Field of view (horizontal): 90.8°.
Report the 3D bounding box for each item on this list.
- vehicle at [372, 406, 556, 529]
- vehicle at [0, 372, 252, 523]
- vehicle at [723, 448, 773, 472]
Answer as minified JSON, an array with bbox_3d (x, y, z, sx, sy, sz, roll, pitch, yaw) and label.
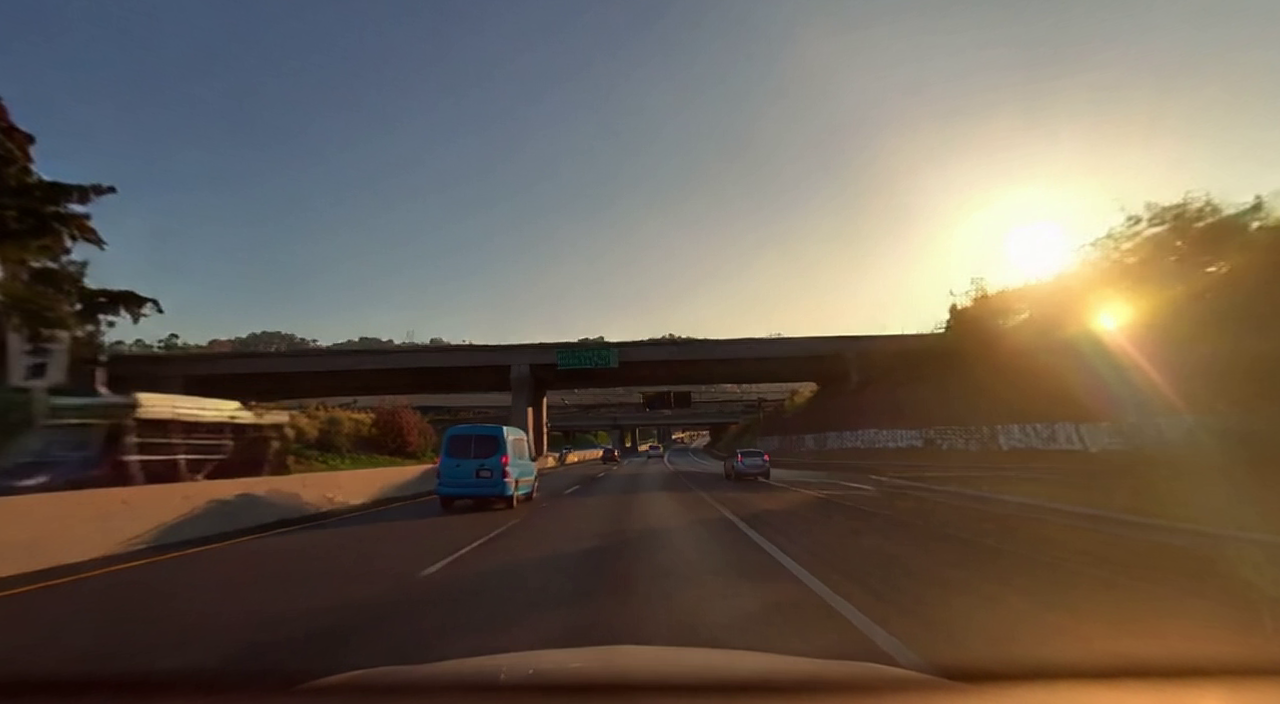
[{"bbox_3d":[-3.261,2.299,13.086,2.310,2.030,5.094,0,-8,0],"label":"vehicle"},{"bbox_3d":[-16.979,2.992,19.804,3.030,3.624,10.094,0,-9,1],"label":"vehicle"},{"bbox_3d":[7.253,7.275,42.875,1.972,1.492,4.623,1,-9,-8],"label":"vehicle"}]
